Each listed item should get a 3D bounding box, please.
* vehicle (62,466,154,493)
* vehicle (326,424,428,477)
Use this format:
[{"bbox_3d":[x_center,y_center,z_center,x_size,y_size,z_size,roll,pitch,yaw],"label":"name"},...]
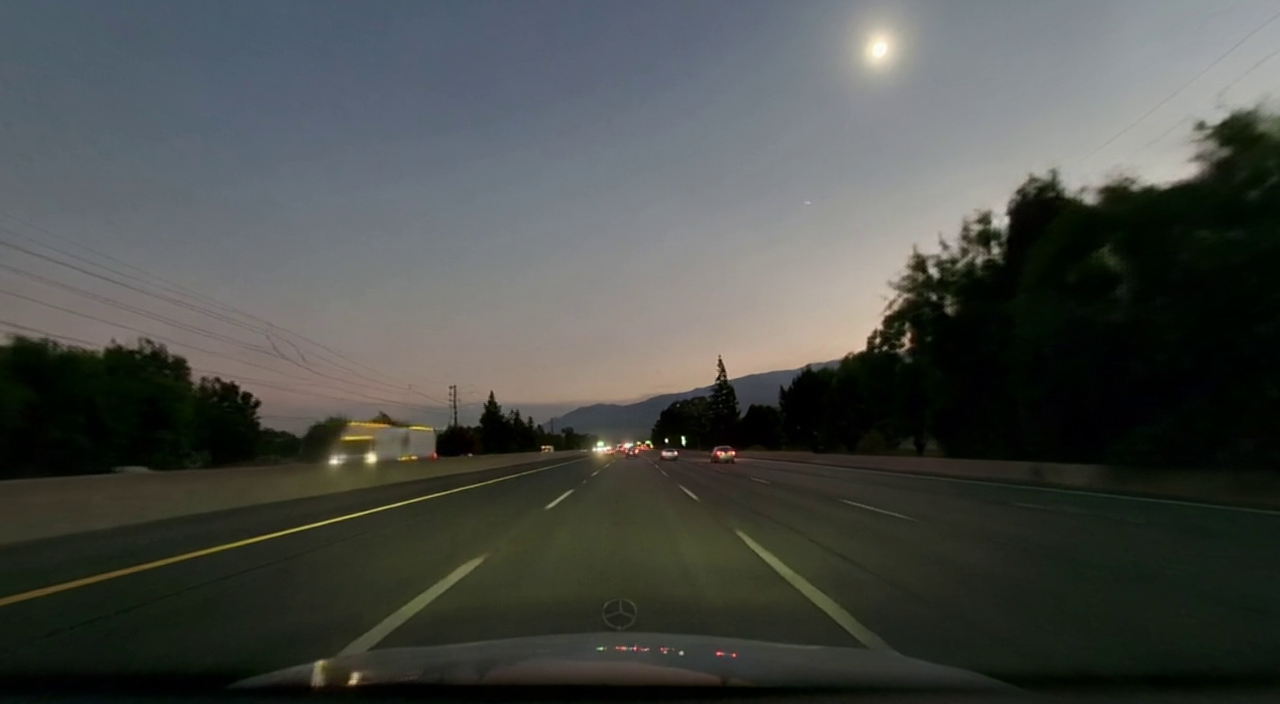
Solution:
[{"bbox_3d":[-40.316,9.683,48.098,2.078,1.720,5.714,0,-9,-1],"label":"vehicle"},{"bbox_3d":[-19.222,7.337,47.197,2.951,3.477,10.720,0,-9,0],"label":"vehicle"}]
